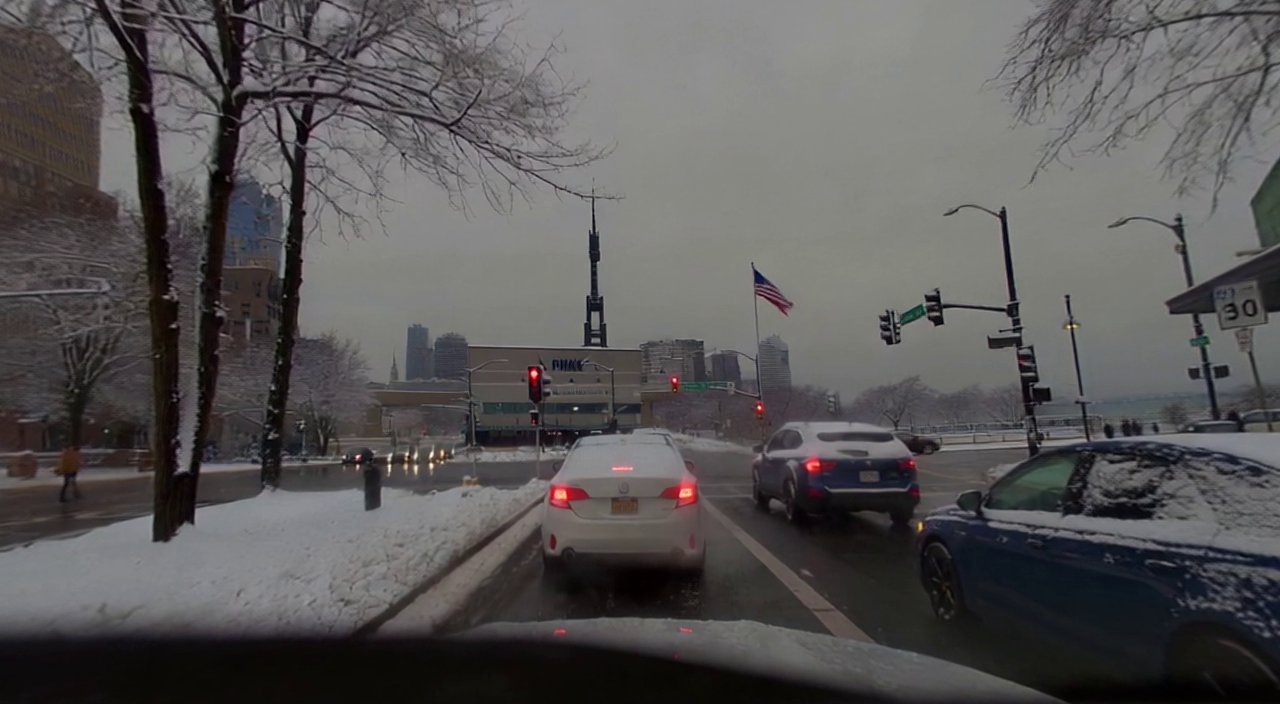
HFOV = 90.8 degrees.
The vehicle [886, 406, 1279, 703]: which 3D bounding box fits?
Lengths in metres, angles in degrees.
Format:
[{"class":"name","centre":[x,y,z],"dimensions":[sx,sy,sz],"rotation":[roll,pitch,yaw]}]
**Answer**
[{"class":"vehicle","centre":[3.379,1.190,4.073],"dimensions":[1.833,1.465,4.258],"rotation":[0,-8,-1]}]

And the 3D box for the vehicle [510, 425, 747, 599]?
[{"class":"vehicle","centre":[-0.112,1.699,7.550],"dimensions":[2.096,1.521,3.747],"rotation":[0,-8,0]}]

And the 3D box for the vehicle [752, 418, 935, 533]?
[{"class":"vehicle","centre":[3.529,2.227,12.021],"dimensions":[1.978,1.738,4.599],"rotation":[0,-8,1]}]
